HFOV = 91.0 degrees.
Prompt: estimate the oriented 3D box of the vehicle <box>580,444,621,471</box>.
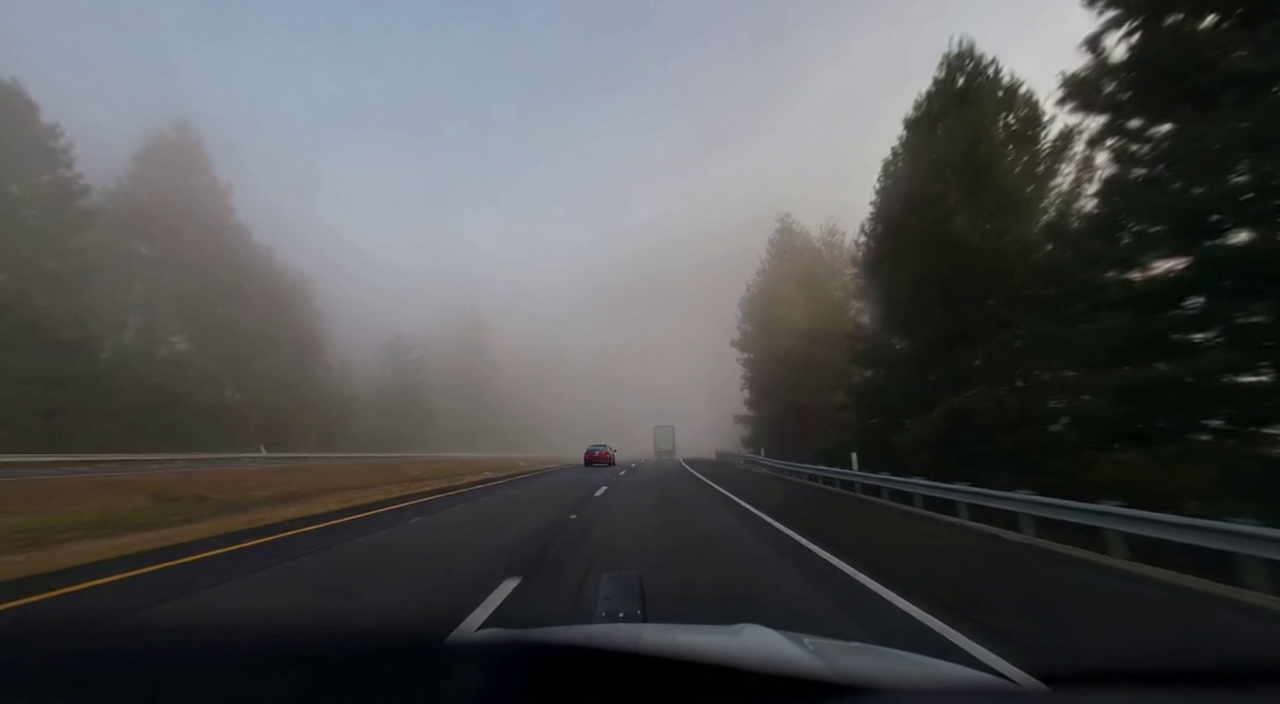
[{"bbox_3d":[-2.386,6.496,38.871,2.199,1.555,4.451,0,-9,0],"label":"vehicle"}]
